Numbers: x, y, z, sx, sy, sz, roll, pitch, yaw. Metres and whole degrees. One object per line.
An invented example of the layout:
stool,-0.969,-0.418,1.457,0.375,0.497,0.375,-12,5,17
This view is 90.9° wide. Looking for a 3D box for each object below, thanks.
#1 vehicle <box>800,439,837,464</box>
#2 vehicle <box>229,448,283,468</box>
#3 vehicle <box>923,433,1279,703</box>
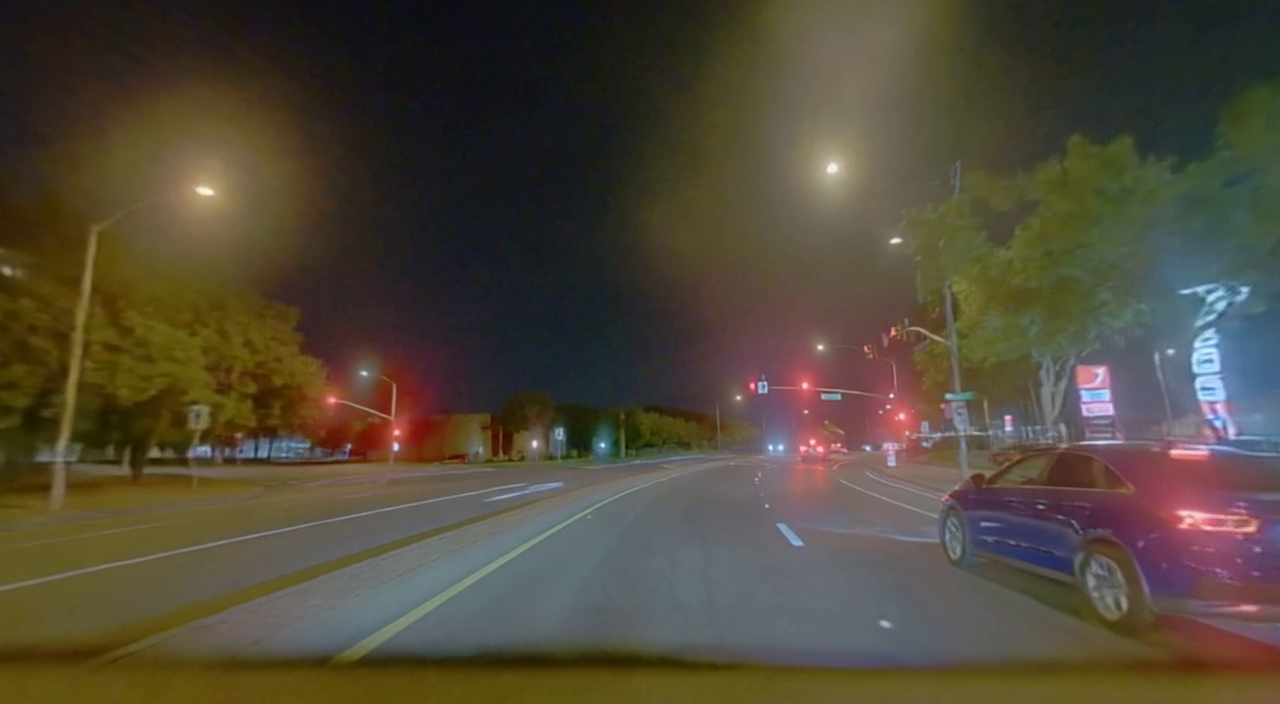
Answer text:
vehicle,12.909,7.160,45.397,2.311,1.715,4.287,-3,-9,18
vehicle,-29.703,8.182,48.829,1.779,1.458,4.279,1,-9,-5
vehicle,4.421,1.496,5.525,1.938,1.466,4.434,0,-9,2
